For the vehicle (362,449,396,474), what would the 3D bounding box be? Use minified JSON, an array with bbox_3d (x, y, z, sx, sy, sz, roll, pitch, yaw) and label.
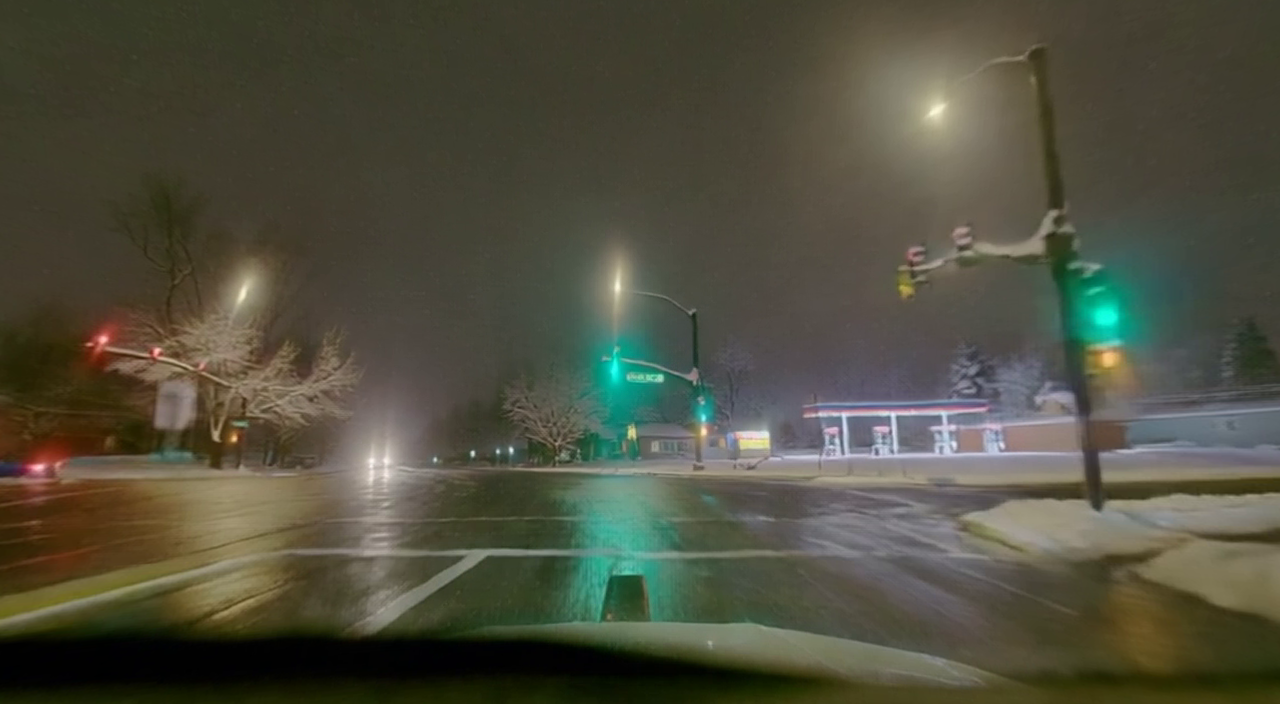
[{"bbox_3d":[-18.625,7.742,44.862,2.048,1.670,4.450,4,-10,-24],"label":"vehicle"}]
